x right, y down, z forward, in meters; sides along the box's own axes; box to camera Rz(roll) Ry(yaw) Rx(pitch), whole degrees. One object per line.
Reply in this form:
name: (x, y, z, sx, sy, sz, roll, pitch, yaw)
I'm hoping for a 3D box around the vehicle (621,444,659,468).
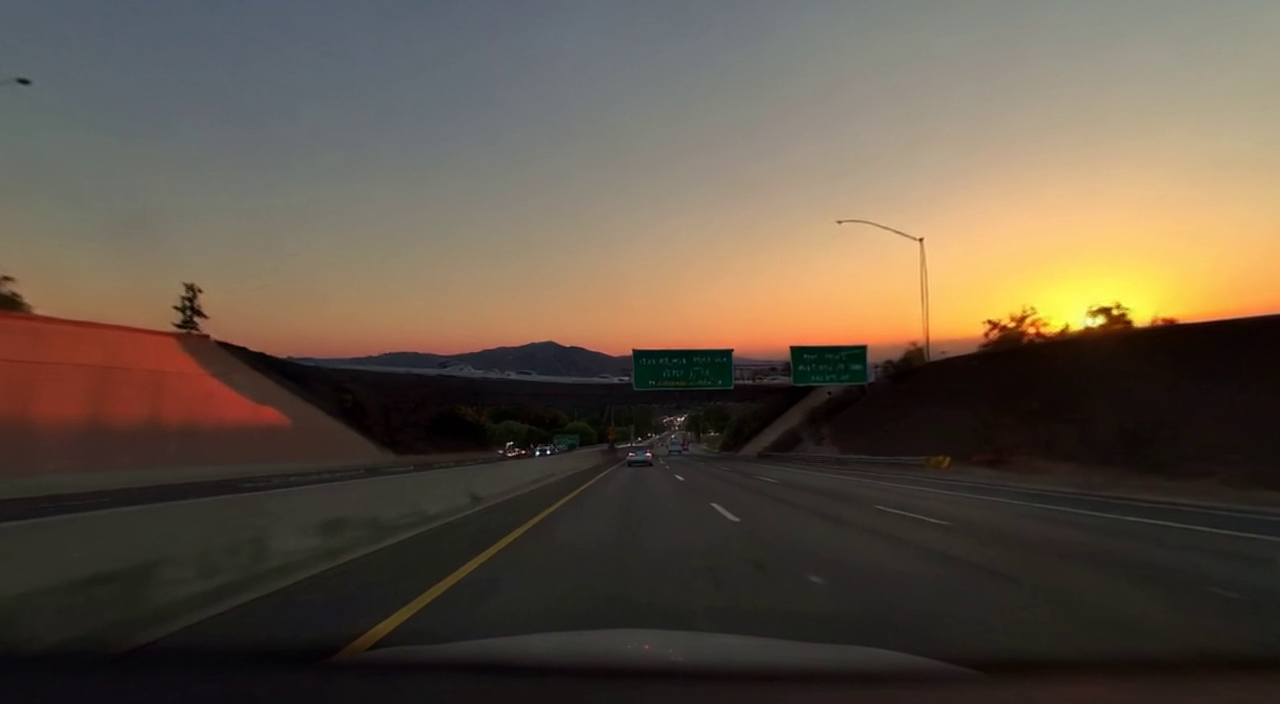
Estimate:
vehicle: (0.047, 7.209, 43.594, 2.084, 1.594, 4.219, -2, -9, 8)
